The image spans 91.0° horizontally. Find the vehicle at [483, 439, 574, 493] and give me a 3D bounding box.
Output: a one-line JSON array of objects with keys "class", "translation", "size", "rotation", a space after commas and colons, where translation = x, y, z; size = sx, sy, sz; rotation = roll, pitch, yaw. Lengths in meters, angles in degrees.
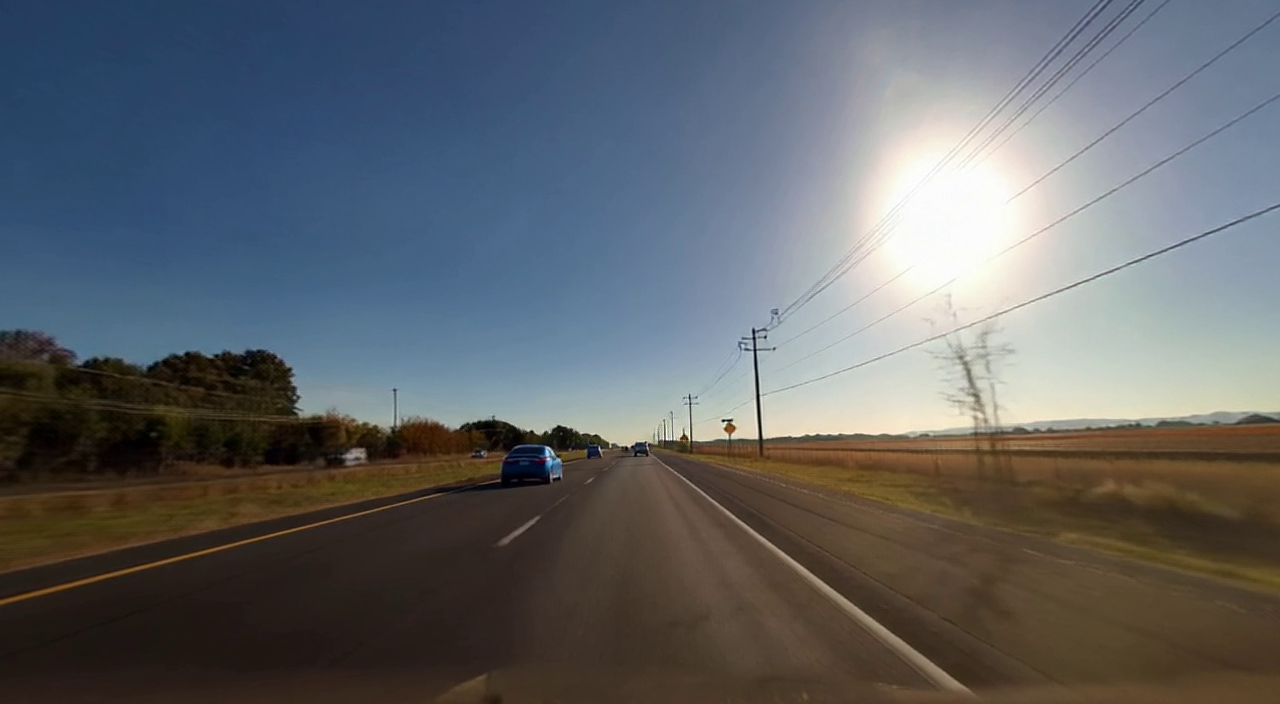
[{"class": "vehicle", "translation": [-3.665, 3.858, 21.692], "size": [2.120, 1.597, 4.810], "rotation": [0, -9, 1]}]

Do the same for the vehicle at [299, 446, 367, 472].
[{"class": "vehicle", "translation": [-20.857, 7.284, 43.046], "size": [2.024, 1.685, 4.992], "rotation": [0, -9, 1]}]
